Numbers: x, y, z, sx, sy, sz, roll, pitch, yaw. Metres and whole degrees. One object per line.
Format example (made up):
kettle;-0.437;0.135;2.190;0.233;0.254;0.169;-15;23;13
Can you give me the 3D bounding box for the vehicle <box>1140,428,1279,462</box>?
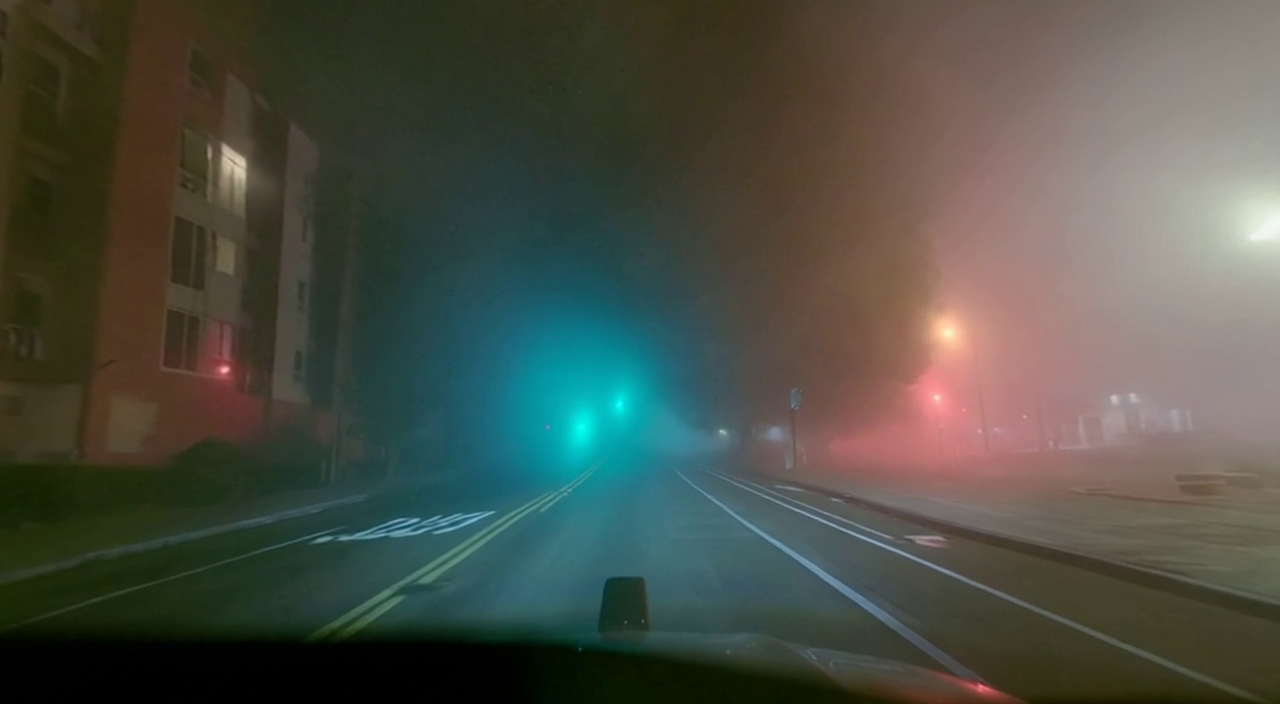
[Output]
vehicle;31.680;5.149;34.919;1.981;1.712;5.765;6;-11;-38
